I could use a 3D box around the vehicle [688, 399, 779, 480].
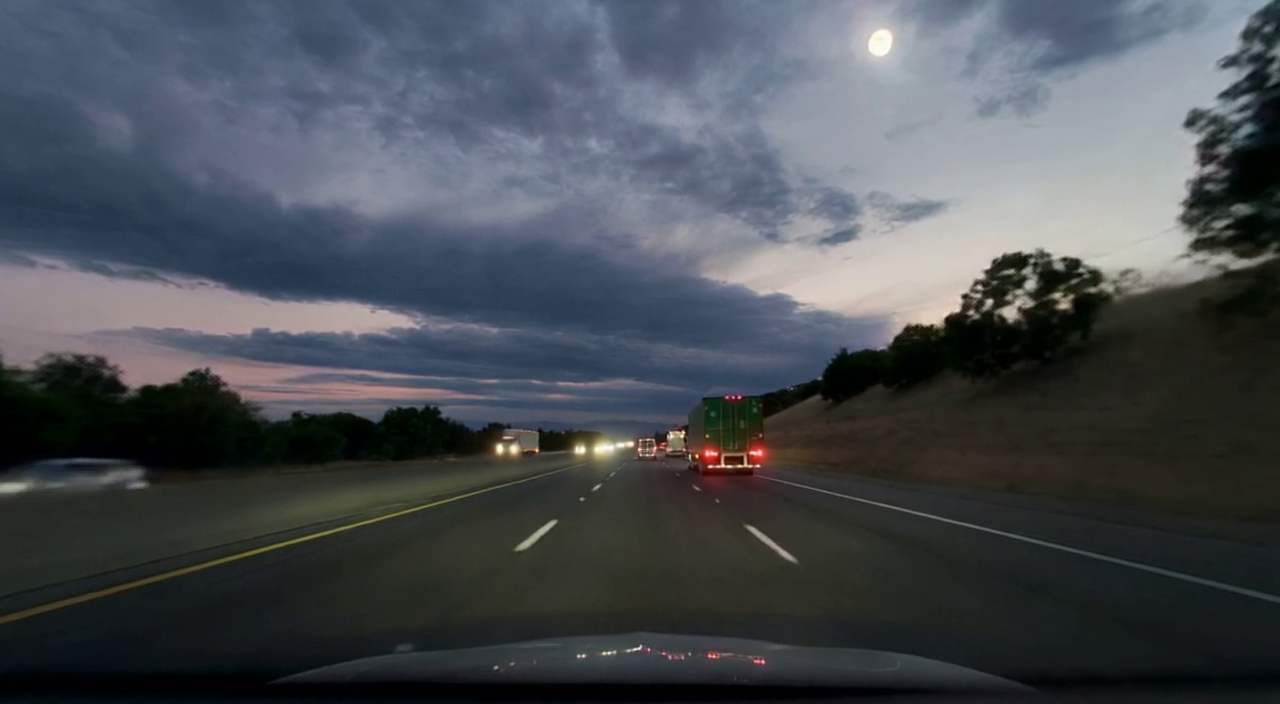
[{"bbox_3d":[4.269,4.344,31.043,2.960,3.381,8.914,0,-9,-1],"label":"vehicle"}]
